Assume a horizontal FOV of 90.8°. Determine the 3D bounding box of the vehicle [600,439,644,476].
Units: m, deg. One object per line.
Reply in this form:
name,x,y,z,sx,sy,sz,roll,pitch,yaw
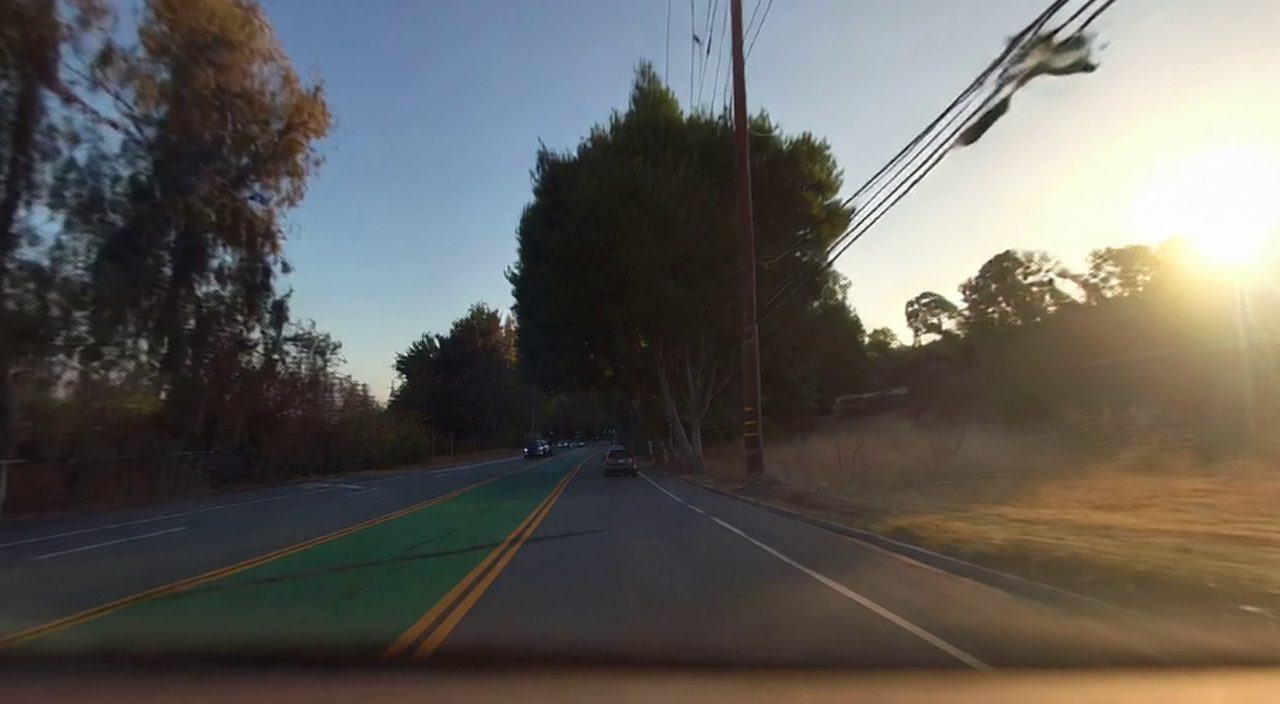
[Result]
vehicle,-1.046,5.528,33.225,2.140,1.767,4.720,0,-9,-4
